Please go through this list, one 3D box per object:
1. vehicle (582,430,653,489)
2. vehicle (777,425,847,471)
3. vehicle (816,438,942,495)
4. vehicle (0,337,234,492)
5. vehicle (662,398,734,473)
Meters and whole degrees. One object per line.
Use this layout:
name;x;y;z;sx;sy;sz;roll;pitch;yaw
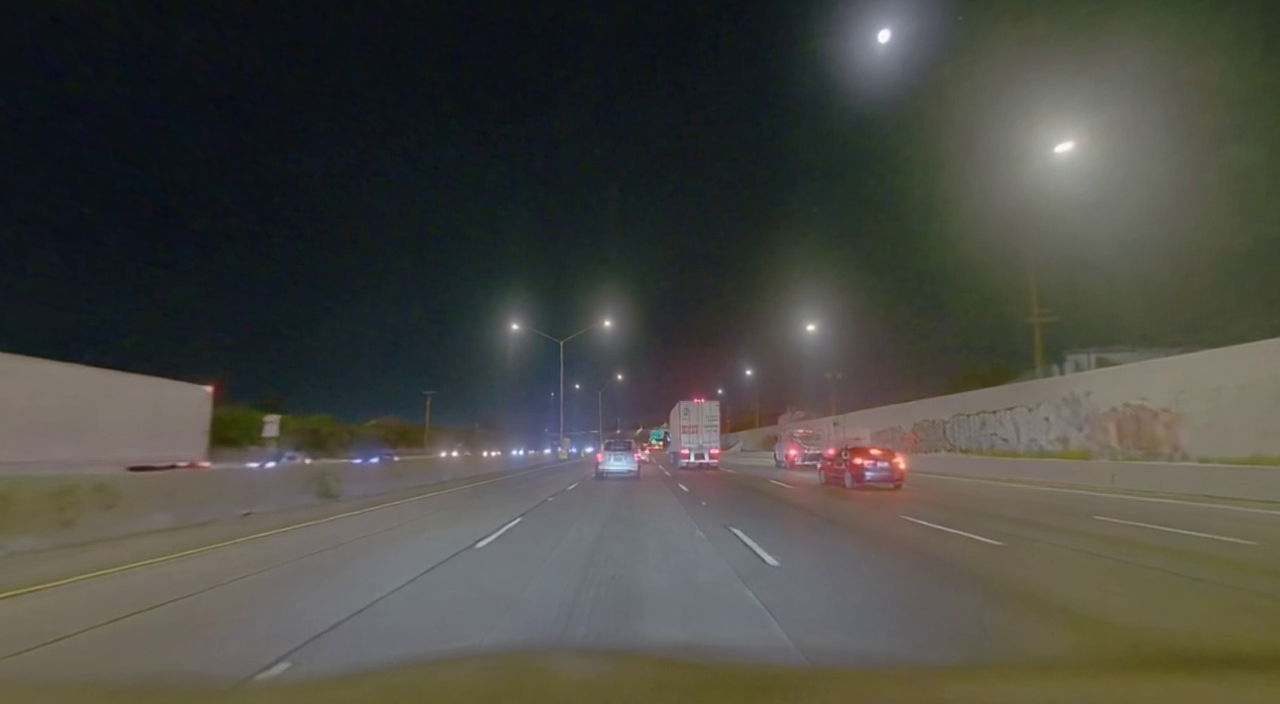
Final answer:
vehicle;-0.844;3.785;22.600;2.249;1.843;5.176;0;-9;-3
vehicle;9.653;5.477;36.150;2.322;2.360;6.433;0;-9;1
vehicle;7.017;3.411;19.192;1.915;1.476;4.677;0;-9;-1
vehicle;-17.241;1.933;18.159;2.791;3.780;12.692;0;-9;0
vehicle;3.159;5.051;37.581;2.976;3.806;10.591;0;-9;-2
